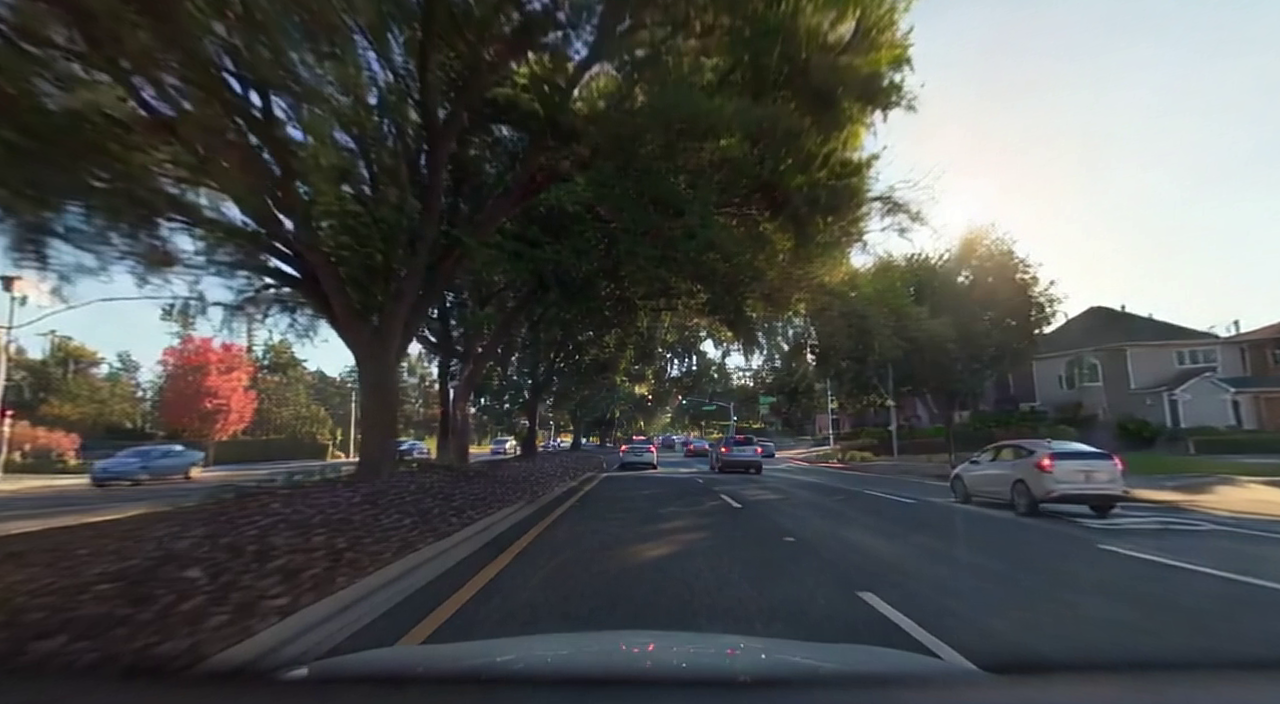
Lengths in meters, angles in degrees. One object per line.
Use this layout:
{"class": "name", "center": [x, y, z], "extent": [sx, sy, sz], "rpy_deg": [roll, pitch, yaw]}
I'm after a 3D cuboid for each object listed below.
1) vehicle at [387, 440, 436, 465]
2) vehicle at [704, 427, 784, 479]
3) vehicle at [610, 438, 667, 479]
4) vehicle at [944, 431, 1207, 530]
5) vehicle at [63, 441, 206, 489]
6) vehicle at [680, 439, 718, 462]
{"class": "vehicle", "center": [-15.823, 6.956, 43.877], "extent": [1.889, 1.622, 3.975], "rpy_deg": [0, -9, 0]}
{"class": "vehicle", "center": [3.960, 3.957, 24.932], "extent": [2.209, 1.813, 4.724], "rpy_deg": [0, -9, -2]}
{"class": "vehicle", "center": [-0.064, 3.997, 23.922], "extent": [1.988, 1.418, 4.214], "rpy_deg": [0, -9, 0]}
{"class": "vehicle", "center": [7.707, 2.286, 11.814], "extent": [1.949, 1.492, 4.103], "rpy_deg": [0, -9, 0]}
{"class": "vehicle", "center": [-19.691, 4.405, 24.944], "extent": [1.923, 1.703, 4.469], "rpy_deg": [0, -9, 0]}
{"class": "vehicle", "center": [3.963, 6.688, 43.097], "extent": [2.064, 1.474, 4.389], "rpy_deg": [0, -9, -1]}
